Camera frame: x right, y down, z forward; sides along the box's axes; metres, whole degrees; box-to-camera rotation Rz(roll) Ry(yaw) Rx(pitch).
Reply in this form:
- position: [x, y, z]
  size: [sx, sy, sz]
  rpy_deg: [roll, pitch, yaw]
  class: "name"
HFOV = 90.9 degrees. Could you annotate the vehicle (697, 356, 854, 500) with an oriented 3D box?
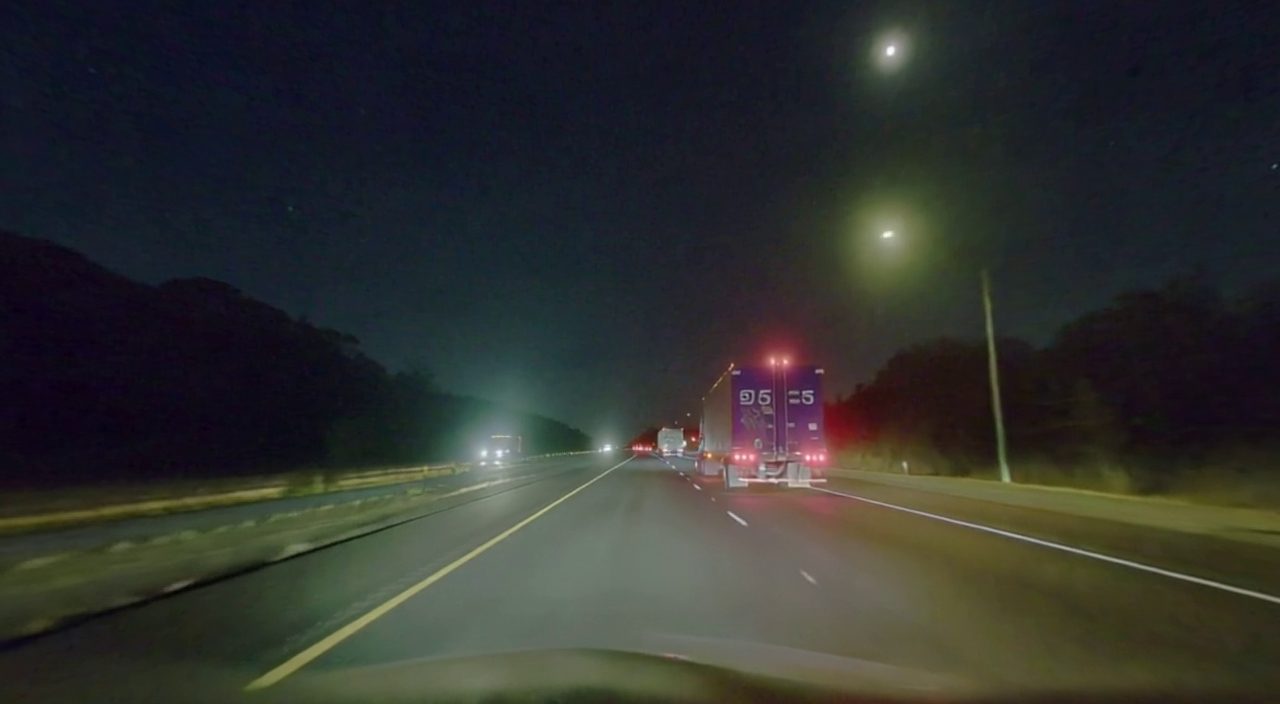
- position: [3.951, 2.736, 21.442]
  size: [3.107, 3.718, 10.231]
  rpy_deg: [0, -9, 0]
  class: "vehicle"
